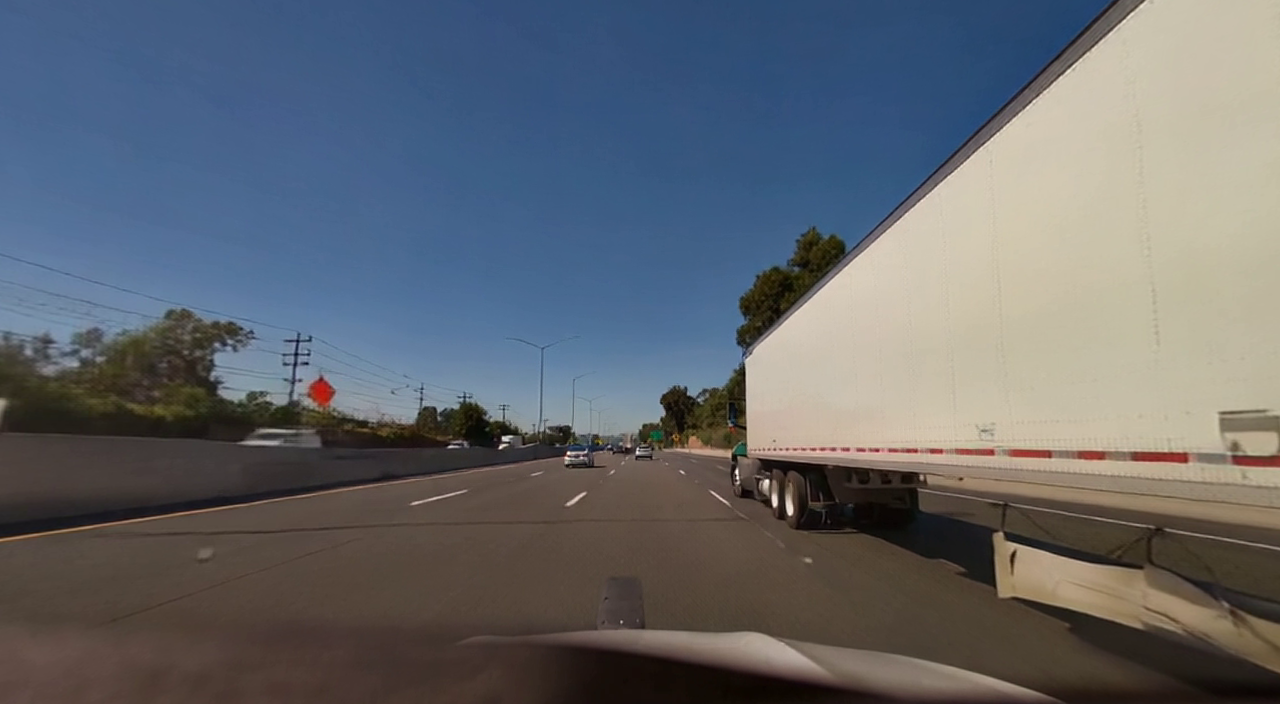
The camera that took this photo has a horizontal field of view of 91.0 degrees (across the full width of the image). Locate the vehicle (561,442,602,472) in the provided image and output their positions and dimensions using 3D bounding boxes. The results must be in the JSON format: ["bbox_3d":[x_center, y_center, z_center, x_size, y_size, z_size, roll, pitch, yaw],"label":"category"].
[{"bbox_3d":[-3.401,6.234,37.507,2.000,1.658,4.155,0,-9,1],"label":"vehicle"}]

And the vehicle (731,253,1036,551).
[{"bbox_3d":[3.750,1.147,12.146,3.042,4.037,7.253,0,-9,1],"label":"vehicle"}]
